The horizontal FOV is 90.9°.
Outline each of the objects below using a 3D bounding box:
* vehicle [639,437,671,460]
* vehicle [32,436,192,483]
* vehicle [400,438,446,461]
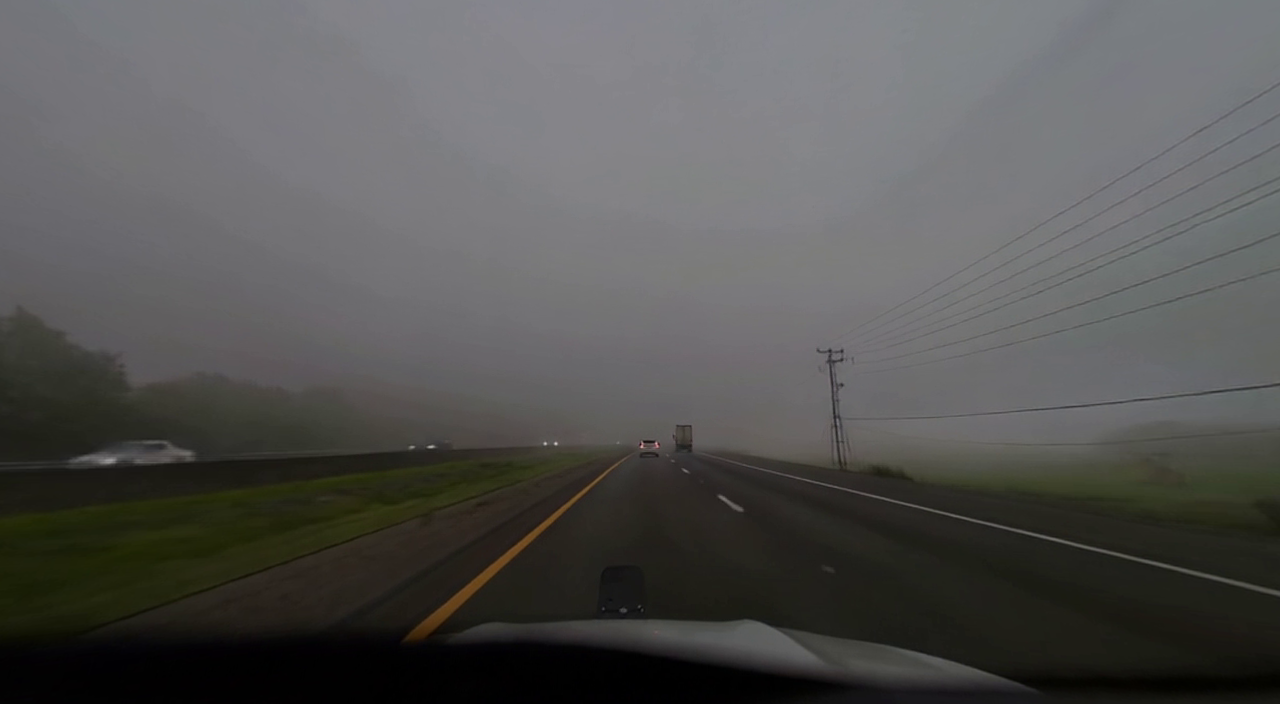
[{"bbox_3d":[1.075,6.927,45.262,2.192,1.556,4.132,-1,-8,2],"label":"vehicle"},{"bbox_3d":[-20.467,4.163,24.830,2.087,1.611,4.808,-1,-8,1],"label":"vehicle"},{"bbox_3d":[-16.033,7.211,46.764,1.846,1.545,3.972,-1,-8,2],"label":"vehicle"}]
